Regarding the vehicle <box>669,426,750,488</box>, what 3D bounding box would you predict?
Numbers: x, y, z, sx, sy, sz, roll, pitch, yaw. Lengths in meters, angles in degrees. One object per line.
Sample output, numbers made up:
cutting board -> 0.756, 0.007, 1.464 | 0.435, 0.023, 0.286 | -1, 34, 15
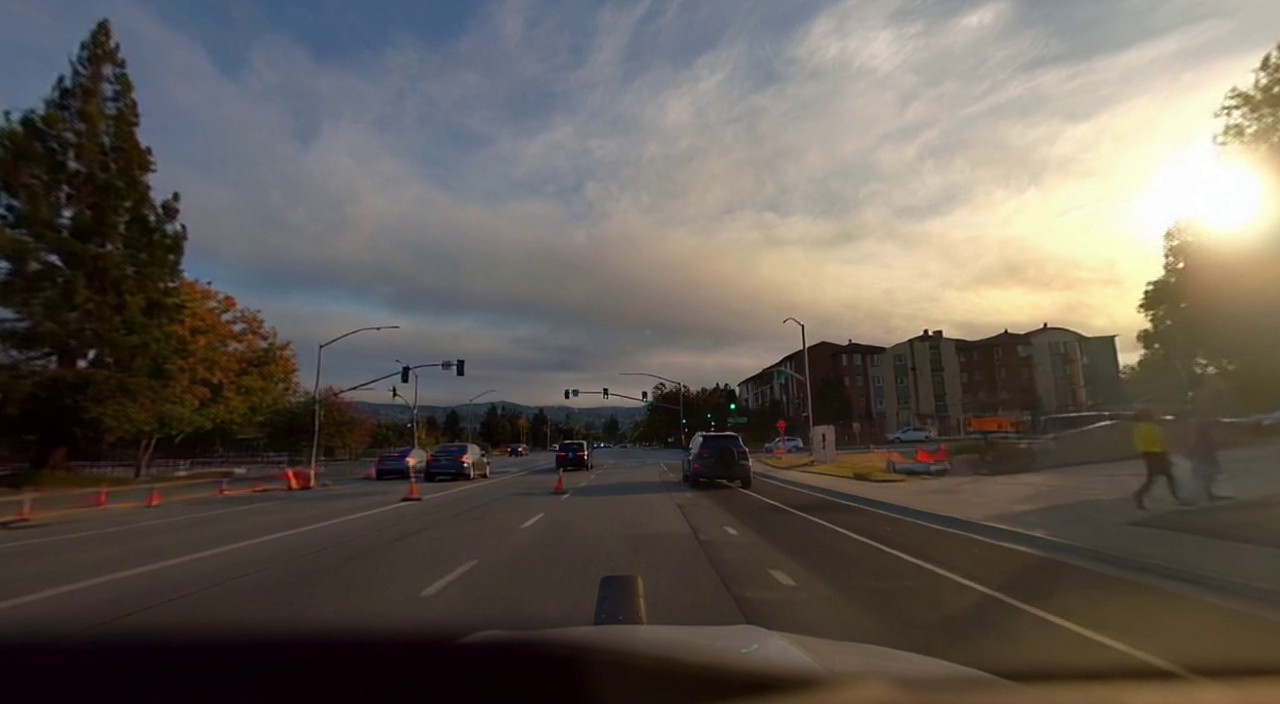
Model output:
vehicle -> 2.173, 3.451, 21.049 | 2.197, 1.835, 4.316 | 0, -8, 0

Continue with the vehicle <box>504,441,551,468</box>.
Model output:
vehicle -> -6.565, 6.026, 37.137 | 1.993, 1.492, 3.666 | 0, -8, 2

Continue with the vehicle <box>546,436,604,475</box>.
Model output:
vehicle -> -2.865, 4.679, 28.728 | 2.121, 1.654, 3.993 | 0, -8, 1

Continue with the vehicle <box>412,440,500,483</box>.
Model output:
vehicle -> -7.040, 4.220, 24.664 | 1.928, 1.488, 4.635 | 0, -8, 1
